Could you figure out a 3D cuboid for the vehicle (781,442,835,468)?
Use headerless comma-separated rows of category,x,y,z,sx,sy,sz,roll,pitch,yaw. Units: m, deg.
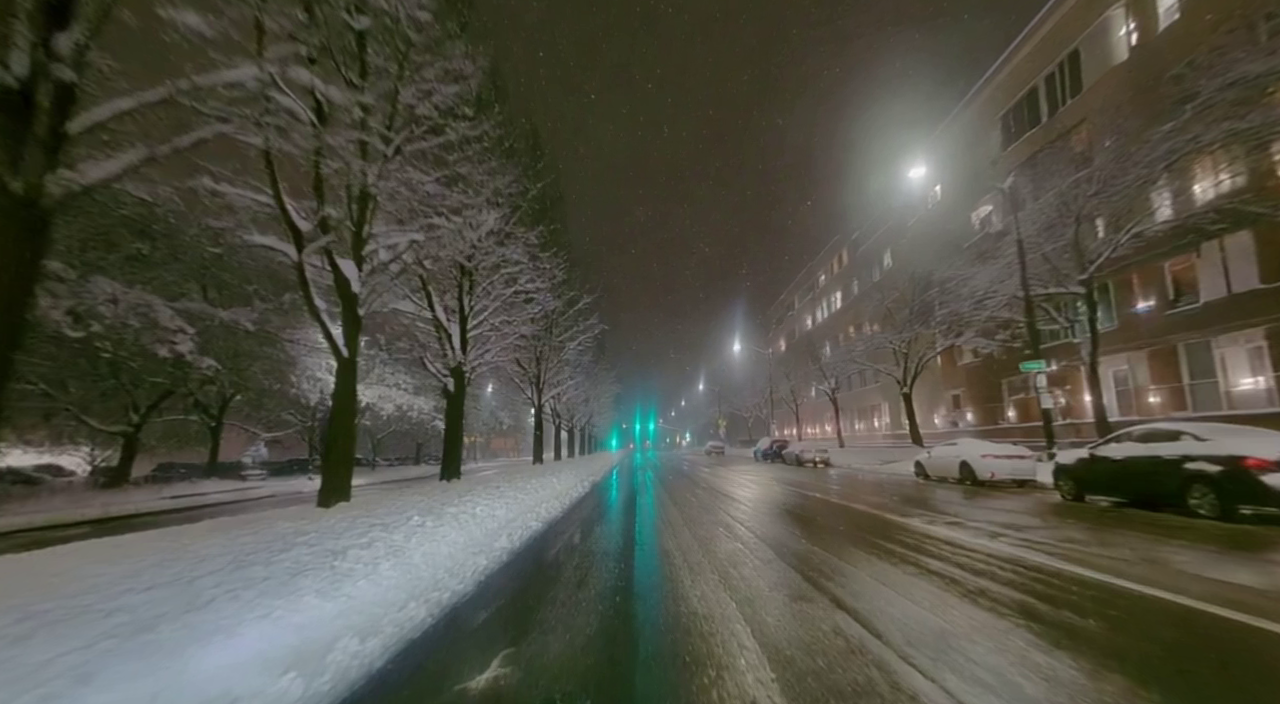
vehicle,9.953,6.118,37.750,1.964,1.477,4.459,0,-9,0

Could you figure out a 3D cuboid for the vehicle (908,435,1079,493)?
vehicle,10.115,3.235,18.690,2.011,1.466,4.989,0,-9,-3

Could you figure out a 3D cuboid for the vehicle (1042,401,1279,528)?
vehicle,10.208,2.018,11.771,2.064,1.827,5.201,0,-9,1

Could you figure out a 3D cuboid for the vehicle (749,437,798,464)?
vehicle,9.664,7.169,46.210,2.272,1.843,4.913,1,-9,-3
